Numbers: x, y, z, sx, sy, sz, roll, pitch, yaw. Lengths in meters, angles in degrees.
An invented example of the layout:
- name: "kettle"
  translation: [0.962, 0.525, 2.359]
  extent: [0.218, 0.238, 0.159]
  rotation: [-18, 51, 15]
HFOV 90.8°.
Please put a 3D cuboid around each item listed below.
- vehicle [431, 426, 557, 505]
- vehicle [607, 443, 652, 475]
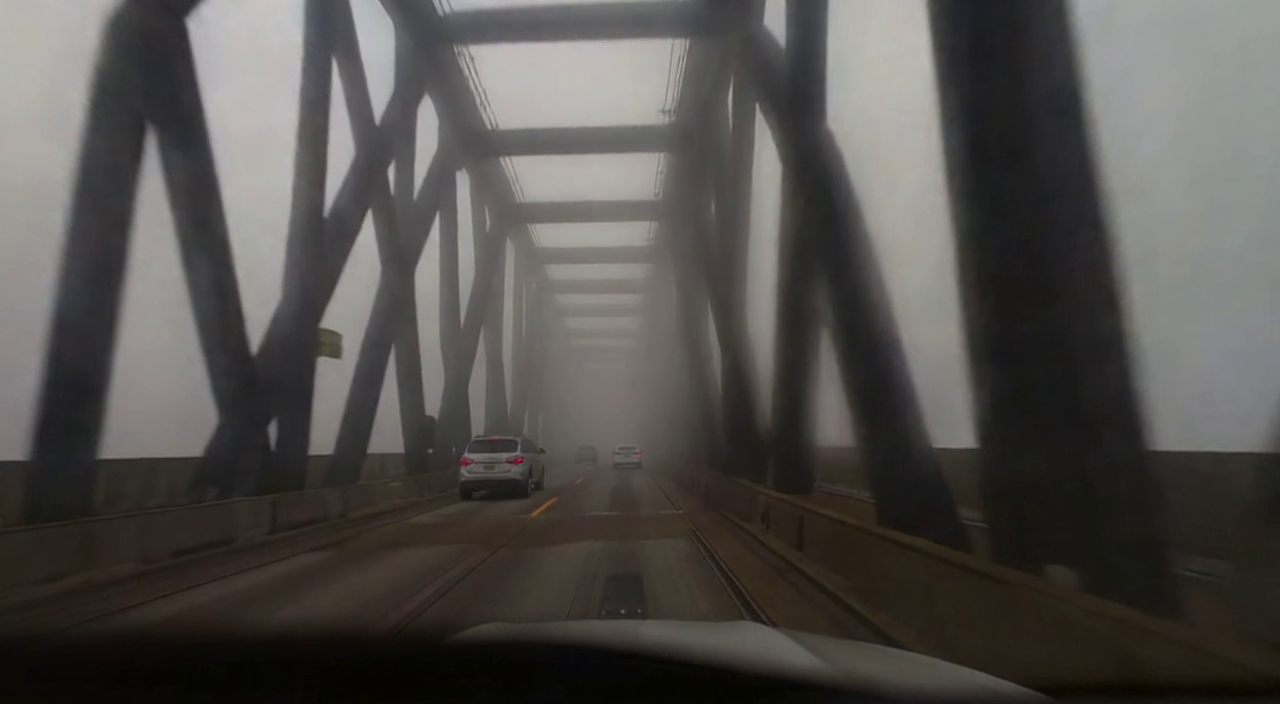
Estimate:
- name: "vehicle"
  translation: [-3.732, 3.007, 17.168]
  extent: [2.190, 1.807, 4.741]
  rotation: [0, -9, 1]
- name: "vehicle"
  translation: [-0.530, 5.181, 30.854]
  extent: [2.048, 1.450, 3.973]
  rotation: [0, -9, -1]
